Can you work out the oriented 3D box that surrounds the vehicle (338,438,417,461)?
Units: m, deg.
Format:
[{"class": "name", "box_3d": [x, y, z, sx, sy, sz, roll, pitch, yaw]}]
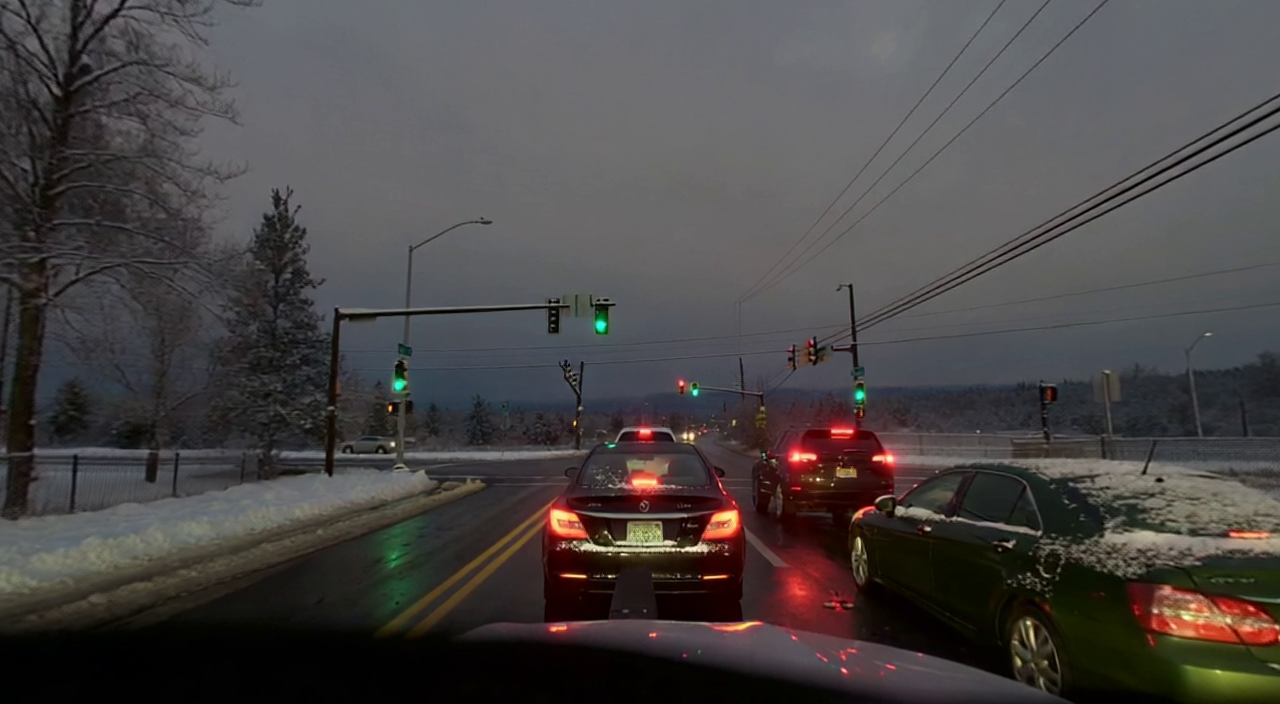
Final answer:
[{"class": "vehicle", "box_3d": [-17.236, 6.413, 41.467, 4.406, 1.458, 1.892, -1, -8, 7]}]

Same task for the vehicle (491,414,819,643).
[{"class": "vehicle", "box_3d": [0.066, 1.495, 6.440, 2.170, 1.497, 4.369, 0, -8, -1]}]

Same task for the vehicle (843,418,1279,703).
[{"class": "vehicle", "box_3d": [3.081, 1.243, 4.137, 2.027, 1.432, 4.431, 0, -8, 0]}]
